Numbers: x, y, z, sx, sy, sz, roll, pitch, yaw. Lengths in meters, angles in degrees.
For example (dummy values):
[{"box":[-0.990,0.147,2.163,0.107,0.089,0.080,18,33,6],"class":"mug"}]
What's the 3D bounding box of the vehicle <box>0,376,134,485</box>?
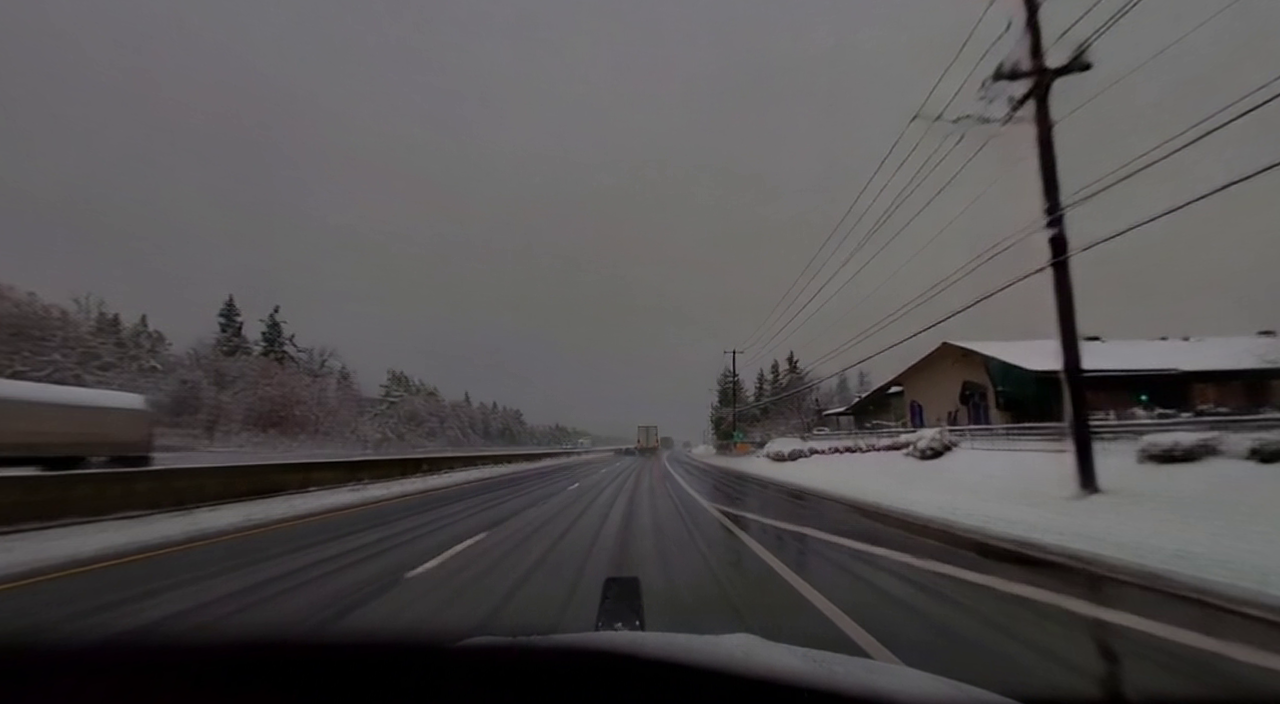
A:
[{"box":[-24.614,2.900,23.212,2.990,3.904,10.422,0,-9,1],"class":"vehicle"}]
